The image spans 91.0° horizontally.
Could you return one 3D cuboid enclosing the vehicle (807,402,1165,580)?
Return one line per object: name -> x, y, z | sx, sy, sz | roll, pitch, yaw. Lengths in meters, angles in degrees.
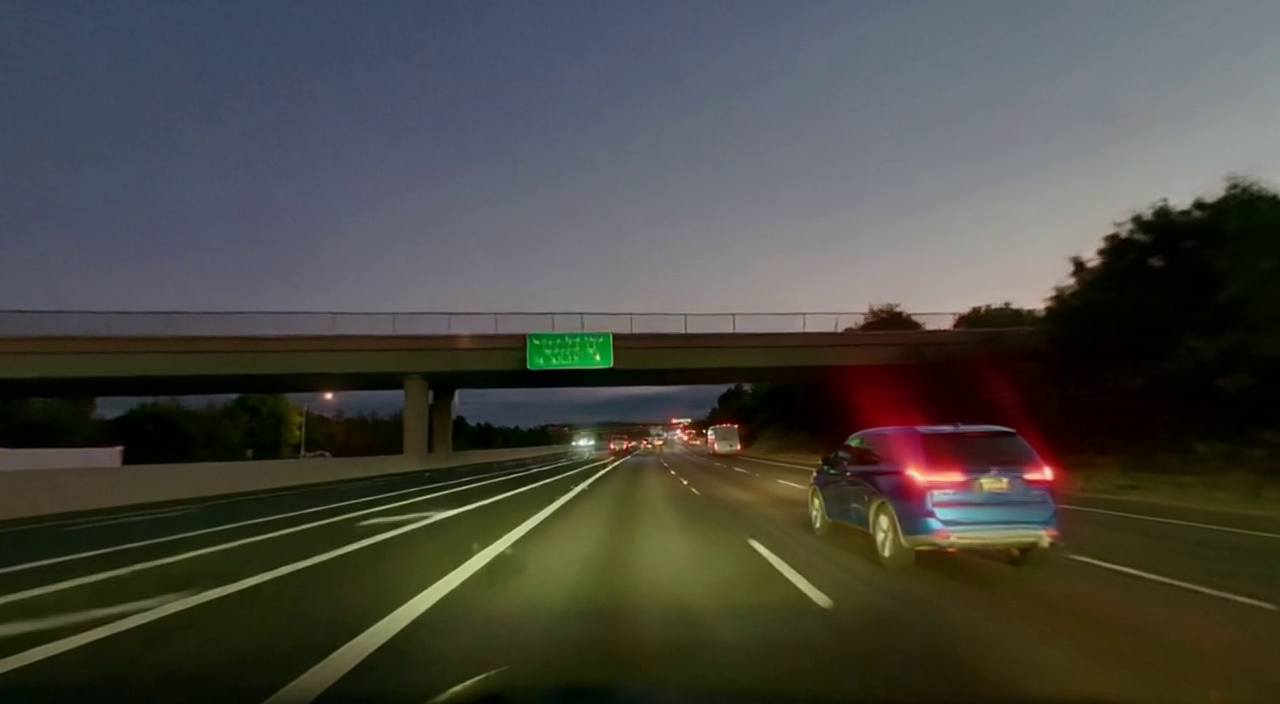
vehicle -> 3.933, 1.666, 8.352 | 2.148, 1.691, 4.443 | 0, -8, -1
